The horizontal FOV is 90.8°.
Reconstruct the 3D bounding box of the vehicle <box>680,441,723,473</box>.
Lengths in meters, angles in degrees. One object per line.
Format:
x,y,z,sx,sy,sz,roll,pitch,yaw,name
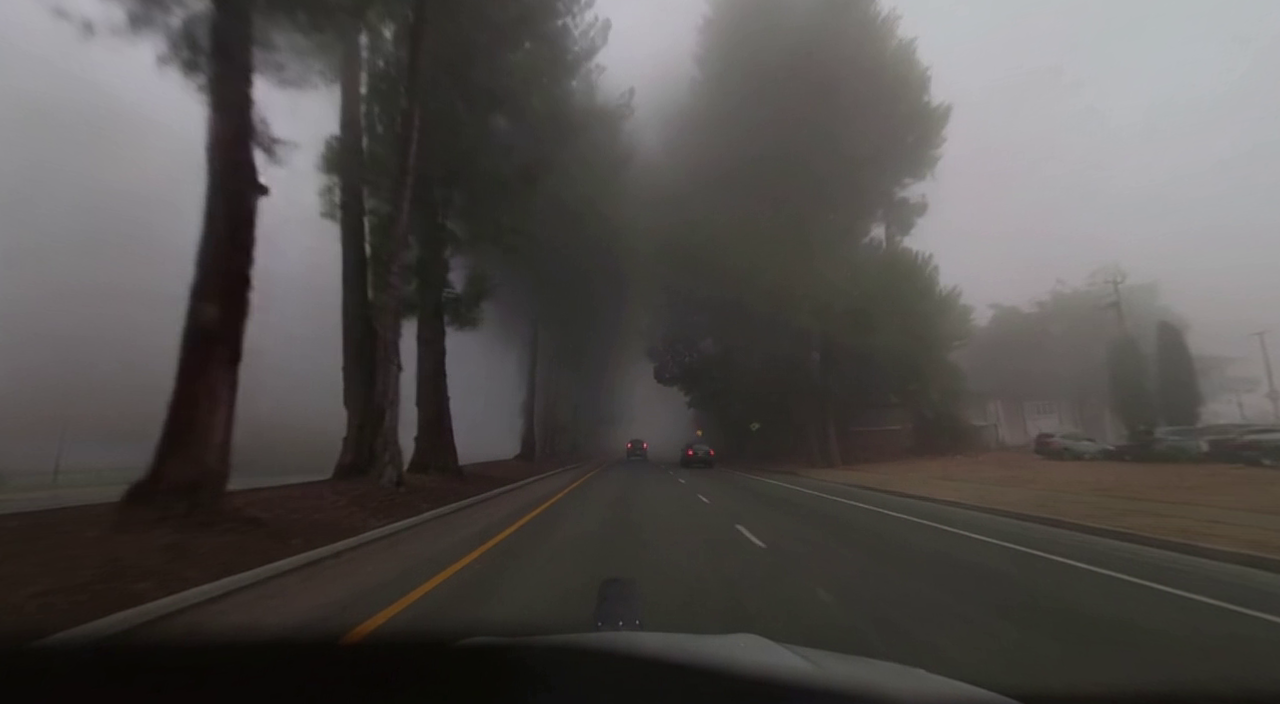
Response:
3.358,5.788,35.163,1.888,1.640,4.044,0,-8,-2,vehicle
